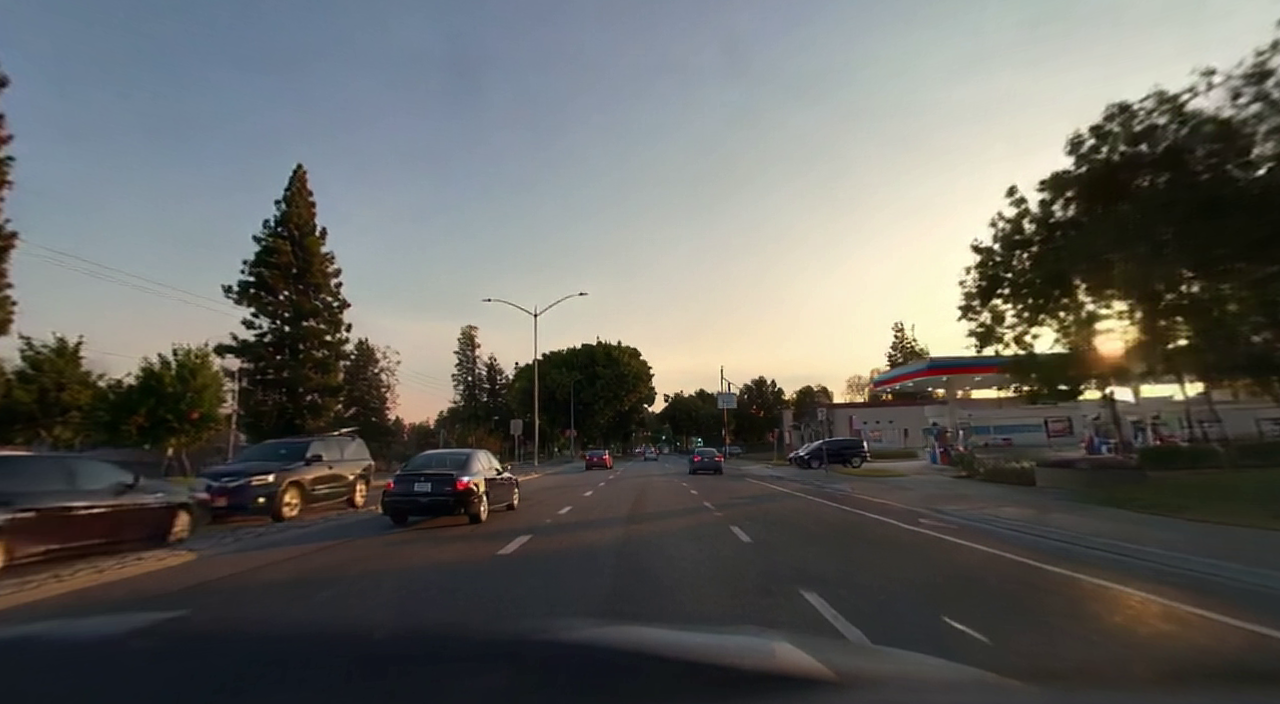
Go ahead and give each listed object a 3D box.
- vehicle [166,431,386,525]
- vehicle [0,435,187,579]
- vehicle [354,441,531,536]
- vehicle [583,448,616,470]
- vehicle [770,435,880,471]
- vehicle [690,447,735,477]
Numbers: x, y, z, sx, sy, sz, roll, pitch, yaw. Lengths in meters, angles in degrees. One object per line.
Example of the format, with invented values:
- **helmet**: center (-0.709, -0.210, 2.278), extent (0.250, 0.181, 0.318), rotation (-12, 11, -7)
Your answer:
- **vehicle**: center (-8.608, 3.009, 15.765), extent (2.370, 1.909, 5.431), rotation (0, -9, -2)
- **vehicle**: center (-8.413, 1.950, 8.092), extent (1.922, 1.660, 4.332), rotation (-3, -8, 1)
- **vehicle**: center (-3.481, 2.483, 12.133), extent (1.803, 1.463, 4.422), rotation (0, -9, 2)
- **vehicle**: center (-2.736, 7.363, 43.582), extent (1.841, 1.474, 4.038), rotation (0, -9, 2)
- **vehicle**: center (11.155, 6.135, 38.405), extent (5.931, 1.872, 2.264), rotation (-3, -9, 4)
- **vehicle**: center (3.684, 5.659, 32.724), extent (1.883, 1.465, 3.975), rotation (0, -9, 0)
